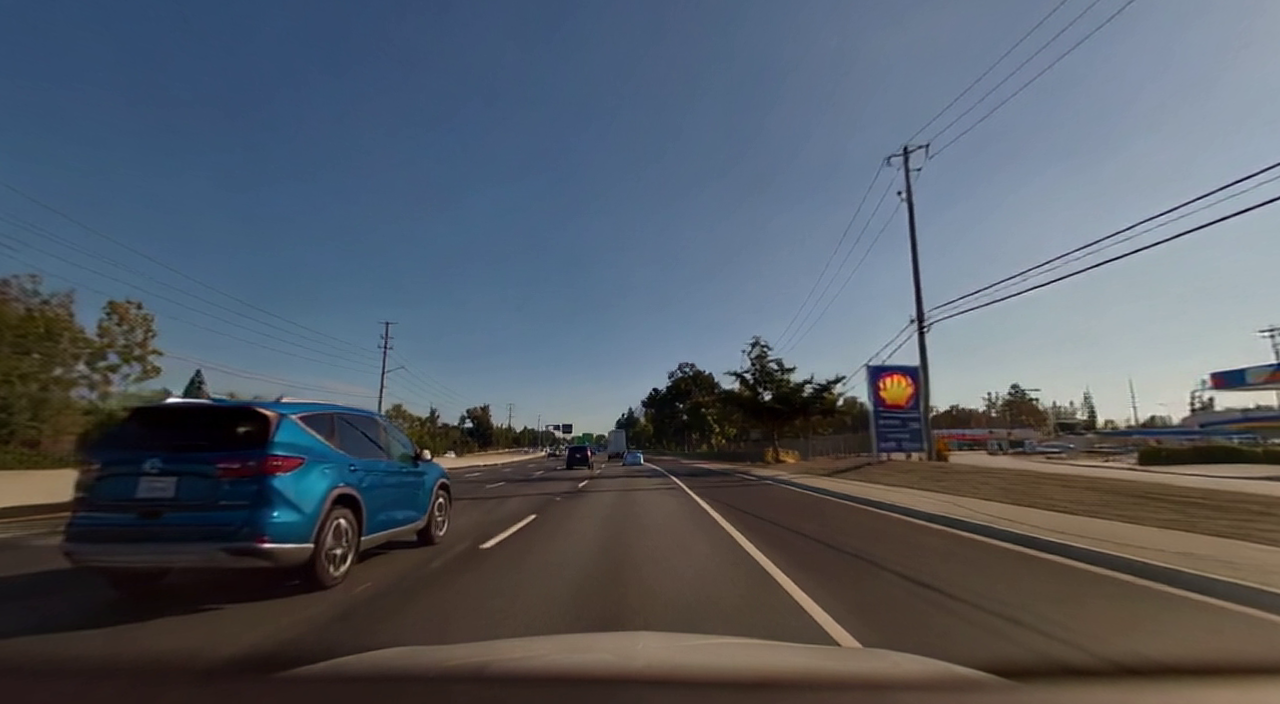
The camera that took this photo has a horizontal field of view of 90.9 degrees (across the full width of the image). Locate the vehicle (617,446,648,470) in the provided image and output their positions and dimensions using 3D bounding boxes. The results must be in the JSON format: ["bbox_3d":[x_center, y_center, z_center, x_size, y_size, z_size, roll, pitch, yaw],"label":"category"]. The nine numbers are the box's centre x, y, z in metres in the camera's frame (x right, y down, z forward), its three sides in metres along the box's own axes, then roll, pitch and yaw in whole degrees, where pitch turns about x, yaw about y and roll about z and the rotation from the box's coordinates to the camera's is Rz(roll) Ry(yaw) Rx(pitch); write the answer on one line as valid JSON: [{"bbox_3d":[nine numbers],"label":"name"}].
[{"bbox_3d":[-0.550,7.415,44.333,1.982,1.524,3.800,0,-8,-3],"label":"vehicle"}]

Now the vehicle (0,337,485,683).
[{"bbox_3d":[-3.906,1.381,6.934,2.694,2.081,6.099,0,-8,1],"label":"vehicle"}]

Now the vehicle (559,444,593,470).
[{"bbox_3d":[-4.931,8.195,49.404,2.273,1.884,4.515,0,-8,-1],"label":"vehicle"}]
